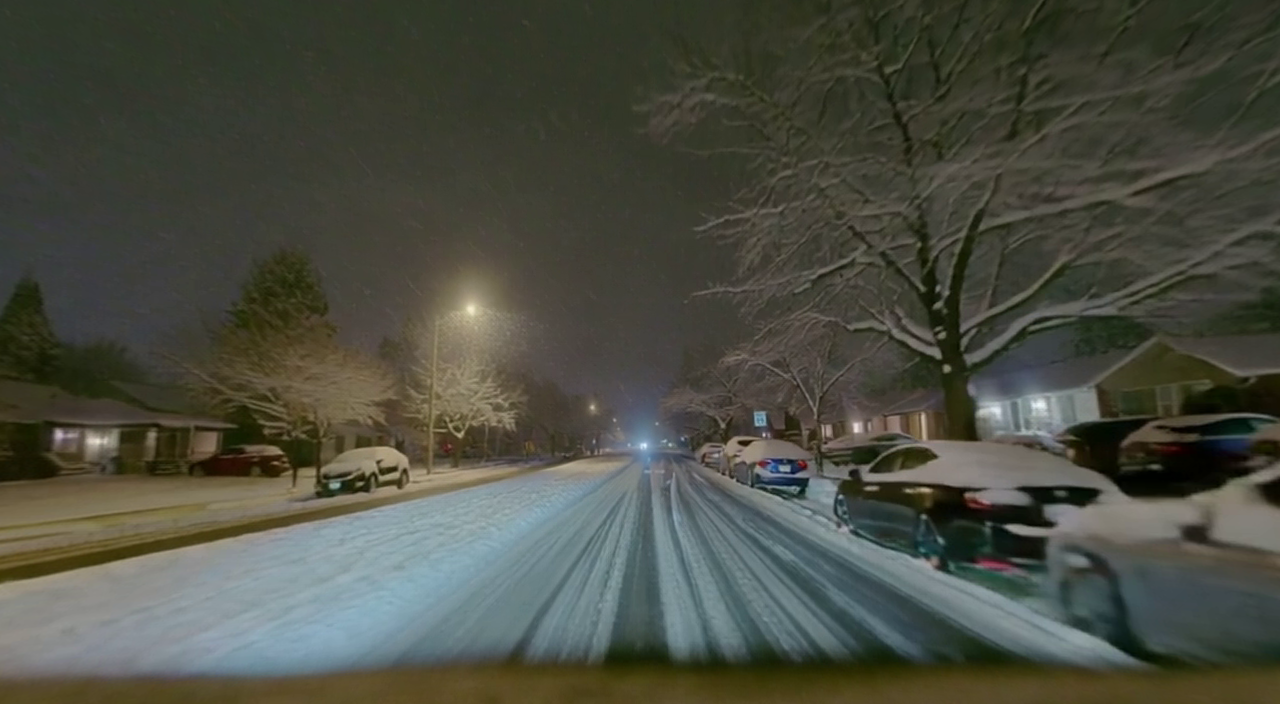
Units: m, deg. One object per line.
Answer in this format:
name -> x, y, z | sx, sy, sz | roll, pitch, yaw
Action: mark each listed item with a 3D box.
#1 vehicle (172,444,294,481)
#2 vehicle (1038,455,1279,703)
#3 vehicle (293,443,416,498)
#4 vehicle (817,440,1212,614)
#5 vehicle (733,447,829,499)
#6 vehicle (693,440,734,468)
vehicle -> -19.495, 5.296, 30.384 | 4.509, 1.698, 1.890 | 0, -9, 2
vehicle -> 4.043, 1.181, 2.696 | 1.911, 1.395, 4.362 | 0, -8, 1
vehicle -> -10.357, 4.348, 23.498 | 2.093, 1.767, 5.120 | -1, -10, 1
vehicle -> 3.949, 1.891, 7.905 | 2.137, 1.515, 4.534 | 0, -9, 0
vehicle -> 4.398, 3.853, 20.602 | 2.087, 1.454, 4.914 | 0, -9, 1
vehicle -> 5.003, 7.019, 43.614 | 2.254, 1.812, 4.817 | 0, -9, 0
